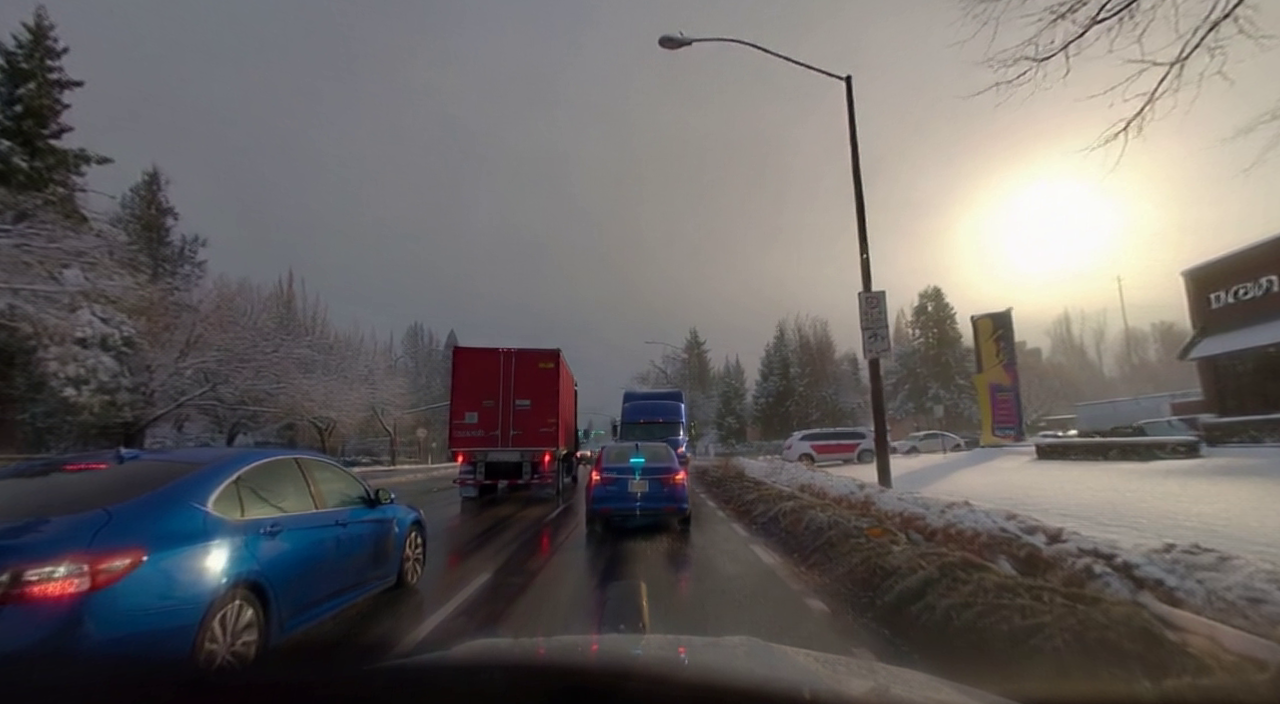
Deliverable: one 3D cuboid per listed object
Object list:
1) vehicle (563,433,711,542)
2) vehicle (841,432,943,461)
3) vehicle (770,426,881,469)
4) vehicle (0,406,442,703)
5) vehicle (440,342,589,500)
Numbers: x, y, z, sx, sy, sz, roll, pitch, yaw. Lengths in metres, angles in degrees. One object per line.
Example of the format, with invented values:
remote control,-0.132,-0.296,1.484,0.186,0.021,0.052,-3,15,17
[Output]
vehicle,-0.074,2.199,10.880,2.067,1.506,4.118,0,-8,-1
vehicle,13.214,4.991,33.117,4.574,1.478,1.880,0,-8,3
vehicle,8.670,4.513,29.781,2.061,1.845,4.829,5,-10,-32
vehicle,-3.050,1.240,4.279,1.969,1.471,4.378,0,-8,0
vehicle,-3.287,2.157,18.697,3.020,3.800,7.105,0,-8,-1
